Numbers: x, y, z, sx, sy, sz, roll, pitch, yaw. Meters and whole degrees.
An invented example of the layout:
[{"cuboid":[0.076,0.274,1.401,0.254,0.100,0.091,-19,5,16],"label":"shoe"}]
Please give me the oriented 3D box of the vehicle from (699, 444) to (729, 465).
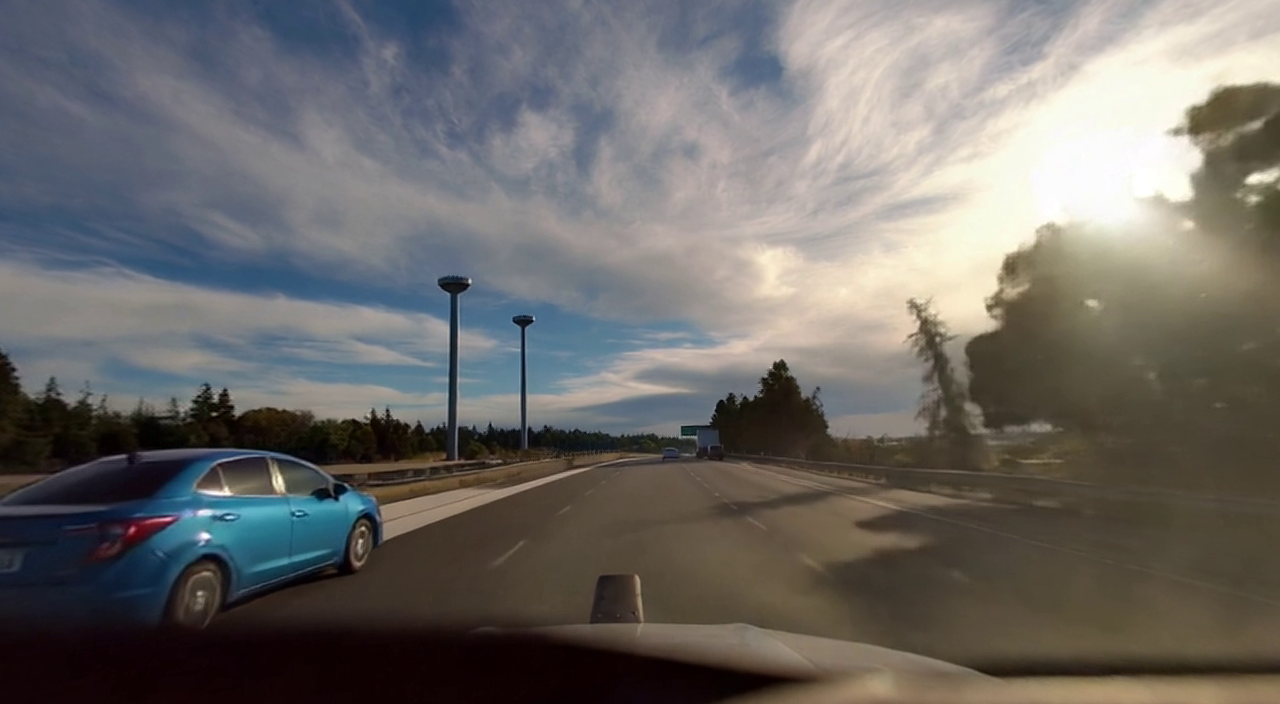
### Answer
[{"cuboid":[5.748,7.986,49.252,2.030,1.526,4.165,0,-8,3],"label":"vehicle"}]
